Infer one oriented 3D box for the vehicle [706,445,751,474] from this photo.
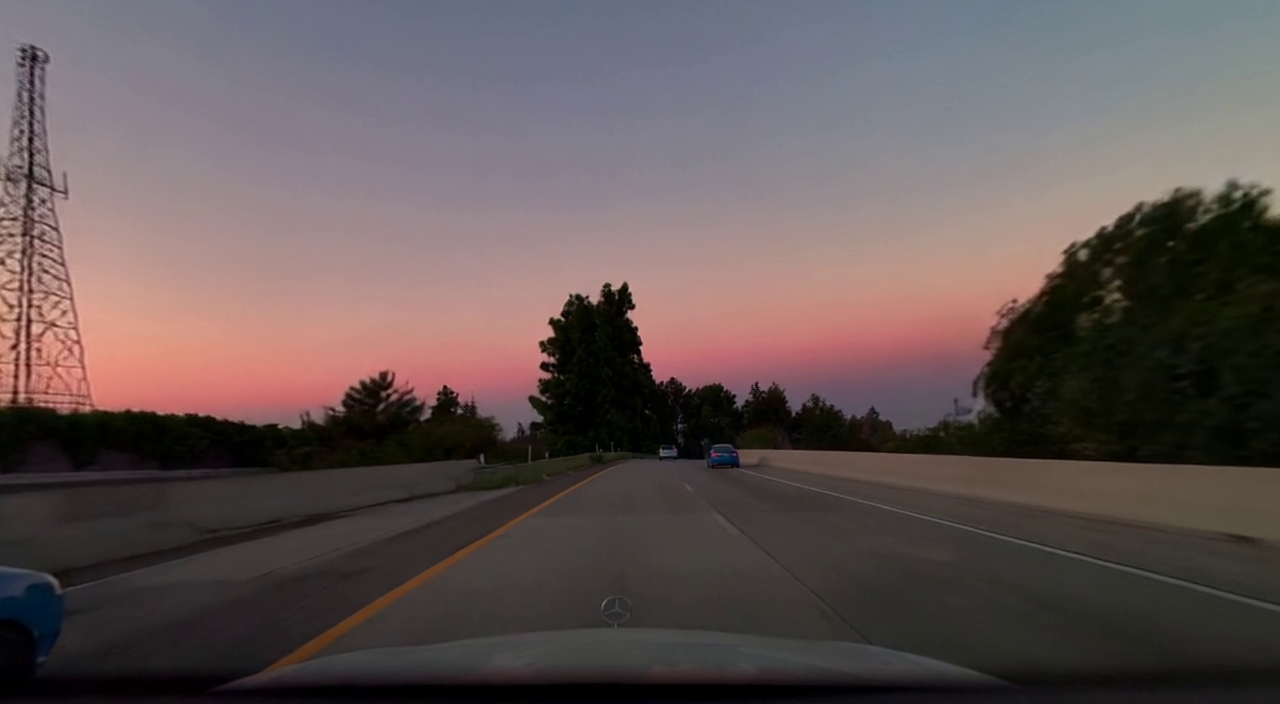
[{"bbox_3d":[5.007,6.132,36.177,2.030,1.526,4.165,0,-9,1],"label":"vehicle"}]
